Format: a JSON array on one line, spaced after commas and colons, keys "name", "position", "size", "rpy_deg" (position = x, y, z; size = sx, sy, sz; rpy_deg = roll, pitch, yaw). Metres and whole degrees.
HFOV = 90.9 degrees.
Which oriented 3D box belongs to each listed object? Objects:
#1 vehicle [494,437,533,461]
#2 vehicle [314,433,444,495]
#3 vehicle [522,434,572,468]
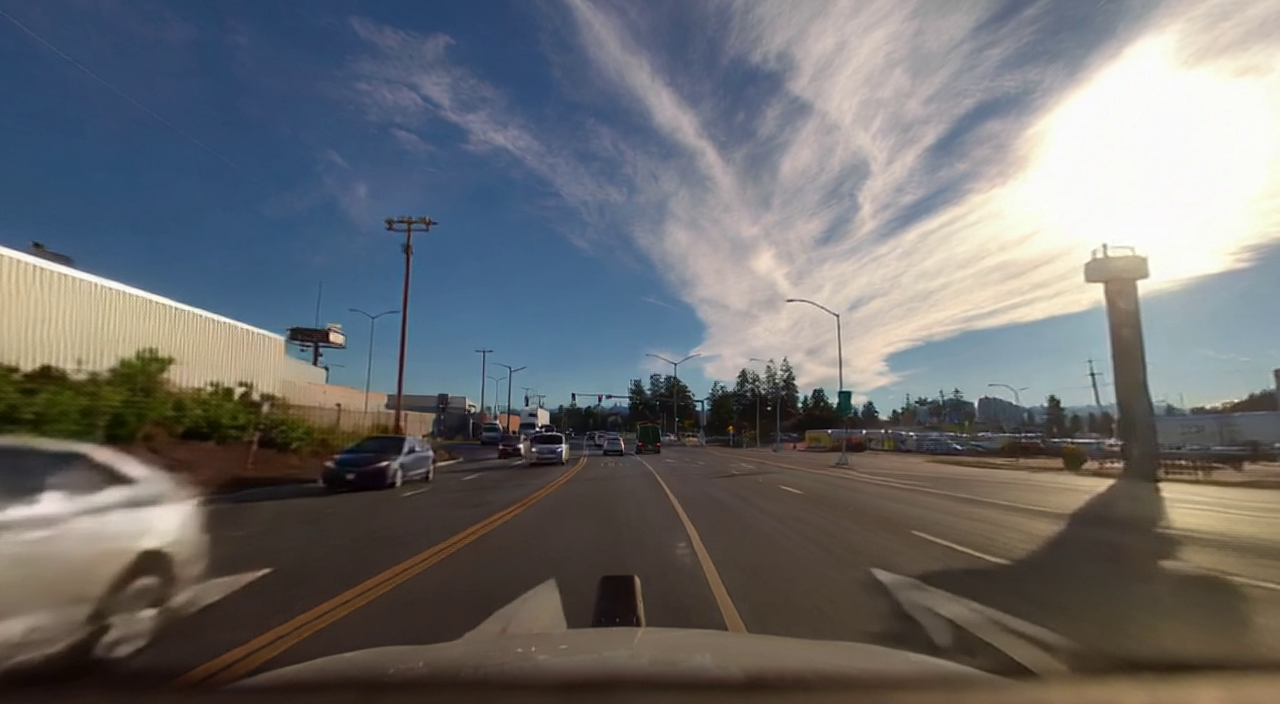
[{"name": "vehicle", "position": [-8.186, 6.307, 41.139], "size": [1.847, 1.501, 3.942], "rpy_deg": [0, -8, -2]}, {"name": "vehicle", "position": [-7.050, 3.034, 17.518], "size": [1.922, 1.489, 3.939], "rpy_deg": [0, -8, 0]}, {"name": "vehicle", "position": [-4.534, 4.869, 31.138], "size": [2.003, 1.562, 3.862], "rpy_deg": [0, -8, -2]}]
